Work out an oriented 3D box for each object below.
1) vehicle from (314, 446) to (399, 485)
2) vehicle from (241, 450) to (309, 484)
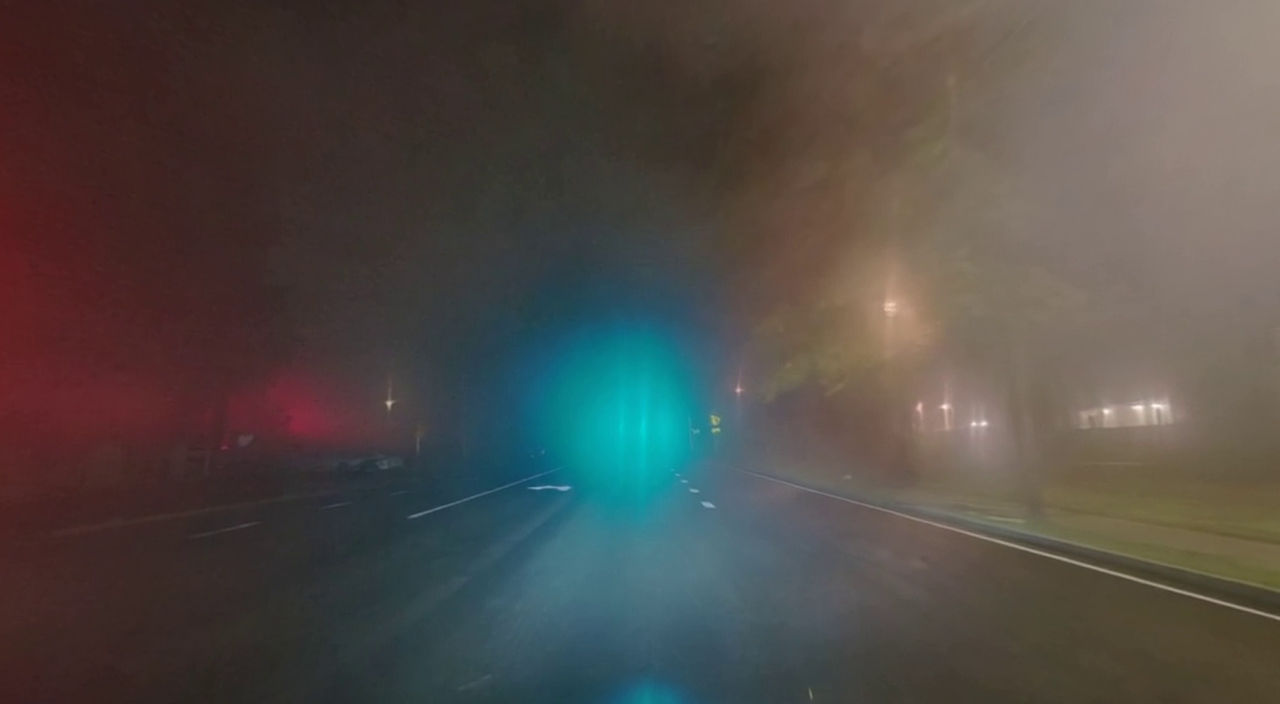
[{"bbox_3d":[-14.229,5.678,31.923,2.199,1.592,4.492,-4,-8,1],"label":"vehicle"},{"bbox_3d":[-19.255,6.027,33.427,2.012,1.572,3.830,1,-8,-13],"label":"vehicle"}]
